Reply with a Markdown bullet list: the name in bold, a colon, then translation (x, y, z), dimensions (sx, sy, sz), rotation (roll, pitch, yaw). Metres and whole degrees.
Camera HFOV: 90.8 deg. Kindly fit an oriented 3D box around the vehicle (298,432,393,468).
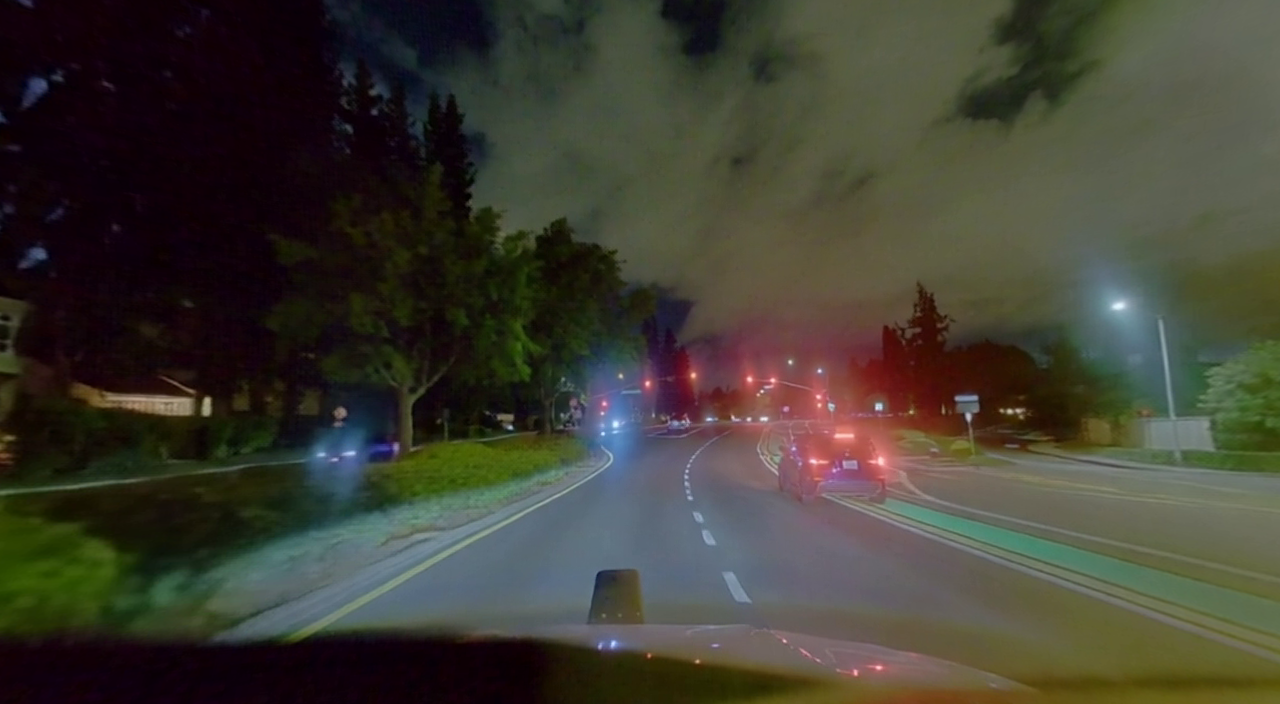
- **vehicle**: translation (-13.263, 4.471, 28.783), dimensions (1.903, 1.504, 4.346), rotation (-1, -9, 6)
